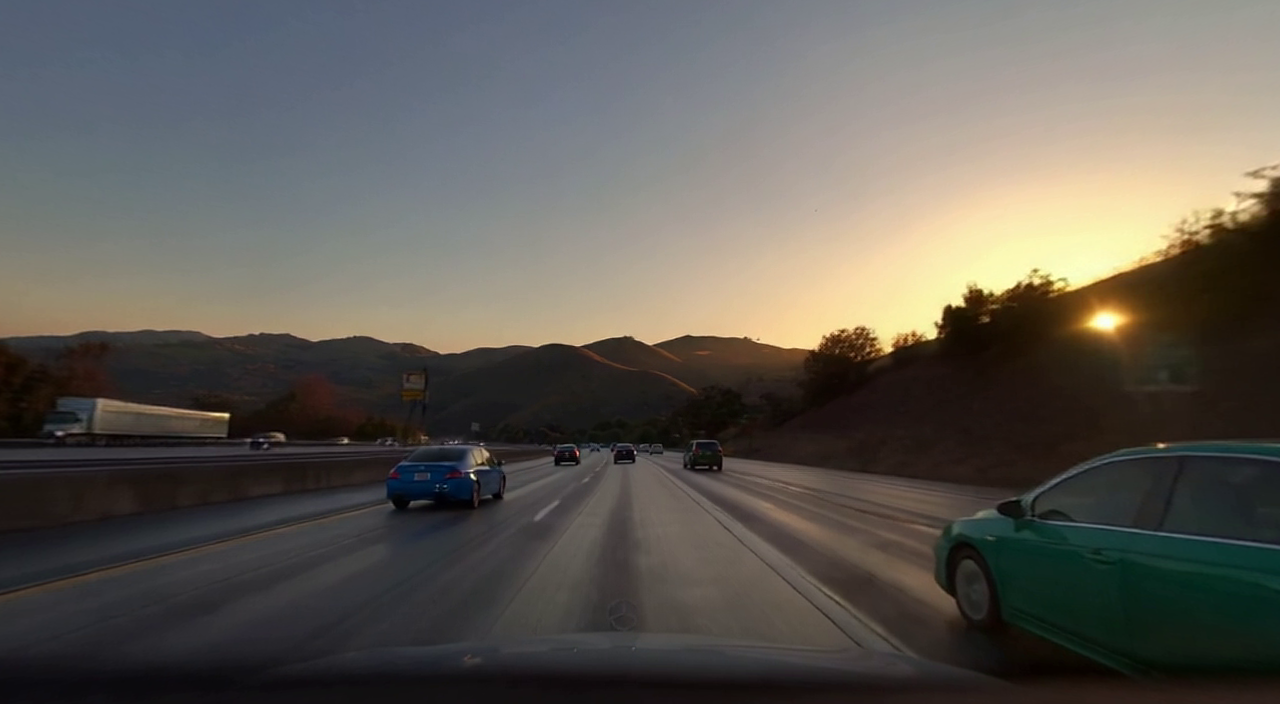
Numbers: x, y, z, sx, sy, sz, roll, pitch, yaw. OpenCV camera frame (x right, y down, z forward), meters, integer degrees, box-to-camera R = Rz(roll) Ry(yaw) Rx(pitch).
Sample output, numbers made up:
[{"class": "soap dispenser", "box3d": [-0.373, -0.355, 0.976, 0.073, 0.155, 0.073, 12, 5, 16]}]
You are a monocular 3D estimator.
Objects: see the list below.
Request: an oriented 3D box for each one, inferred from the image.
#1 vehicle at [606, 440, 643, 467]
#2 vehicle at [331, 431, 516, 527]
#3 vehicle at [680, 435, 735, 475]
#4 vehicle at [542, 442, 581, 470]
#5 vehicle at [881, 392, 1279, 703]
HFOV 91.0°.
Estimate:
[{"class": "vehicle", "box3d": [-0.955, 6.253, 38.906, 2.147, 1.572, 4.094, 0, -9, -1]}, {"class": "vehicle", "box3d": [-3.858, 2.339, 12.149, 1.993, 1.500, 4.248, 0, -9, 1]}, {"class": "vehicle", "box3d": [3.313, 5.201, 32.001, 2.222, 1.820, 4.733, 0, -9, -1]}, {"class": "vehicle", "box3d": [-4.393, 5.880, 35.810, 1.796, 1.464, 3.839, 0, -9, -1]}, {"class": "vehicle", "box3d": [3.257, 1.074, 3.250, 2.136, 1.511, 4.706, 0, -9, 0]}]
